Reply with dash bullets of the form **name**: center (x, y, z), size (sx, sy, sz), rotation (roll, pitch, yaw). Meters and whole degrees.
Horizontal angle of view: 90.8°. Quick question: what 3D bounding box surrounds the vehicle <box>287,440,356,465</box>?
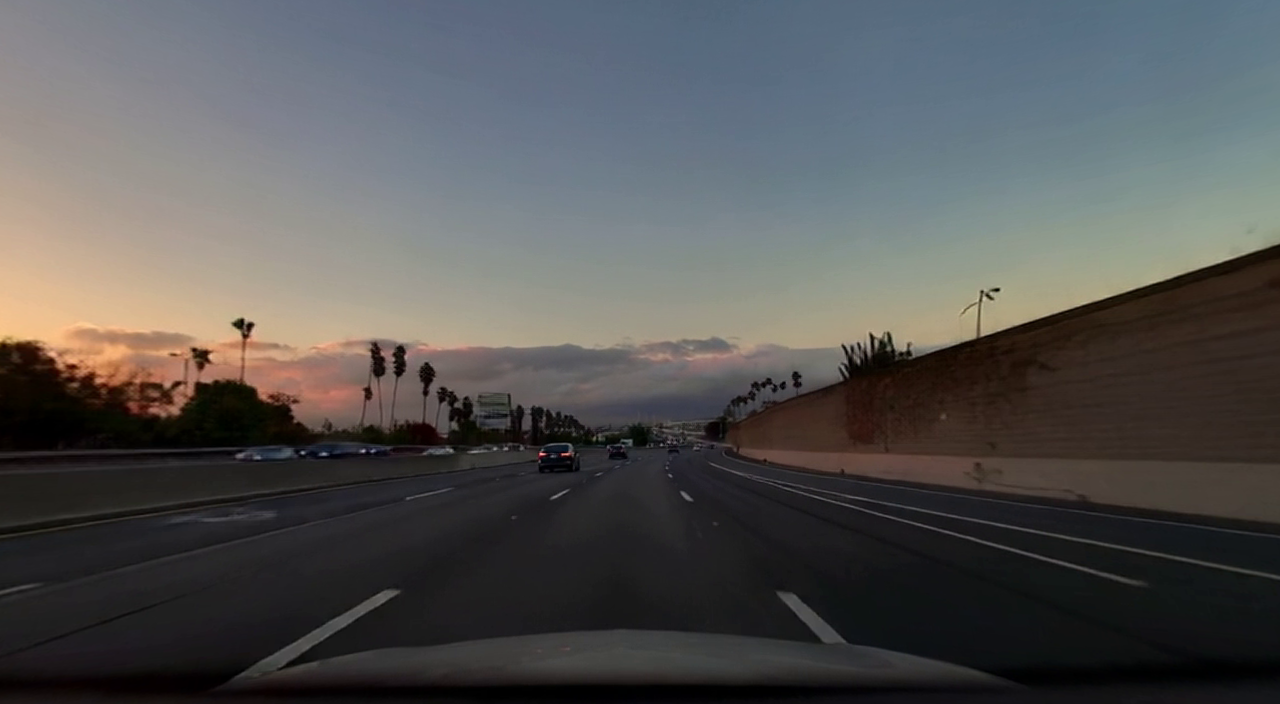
- **vehicle**: center (-21.417, 6.803, 42.713), size (2.147, 1.576, 4.500), rotation (-1, -9, 3)

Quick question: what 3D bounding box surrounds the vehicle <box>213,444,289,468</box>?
- **vehicle**: center (-25.503, 6.810, 41.640), size (2.077, 1.454, 4.492), rotation (0, -9, 2)

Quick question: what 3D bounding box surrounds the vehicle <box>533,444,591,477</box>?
- **vehicle**: center (-3.719, 5.261, 30.971), size (2.078, 1.457, 4.648), rotation (0, -8, 3)
